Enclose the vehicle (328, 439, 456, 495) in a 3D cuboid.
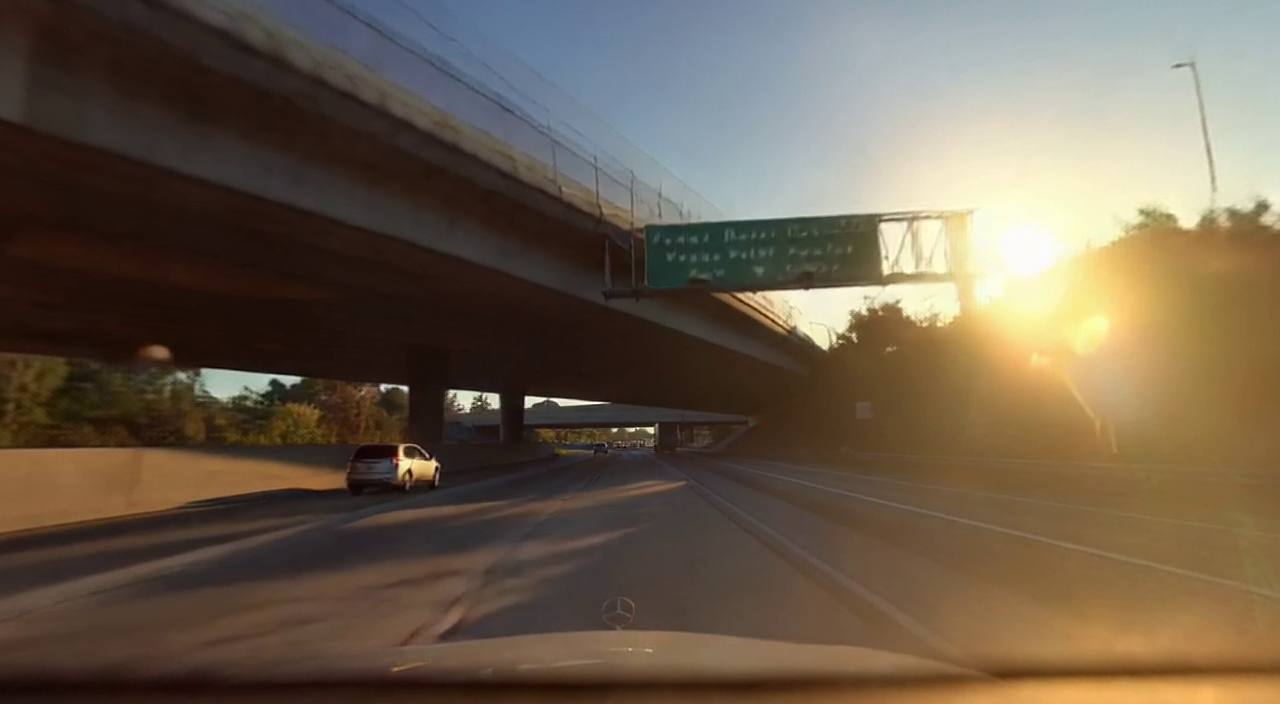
[{"bbox_3d":[-7.273,3.407,19.123,2.033,1.494,4.508,0,-9,0],"label":"vehicle"}]
